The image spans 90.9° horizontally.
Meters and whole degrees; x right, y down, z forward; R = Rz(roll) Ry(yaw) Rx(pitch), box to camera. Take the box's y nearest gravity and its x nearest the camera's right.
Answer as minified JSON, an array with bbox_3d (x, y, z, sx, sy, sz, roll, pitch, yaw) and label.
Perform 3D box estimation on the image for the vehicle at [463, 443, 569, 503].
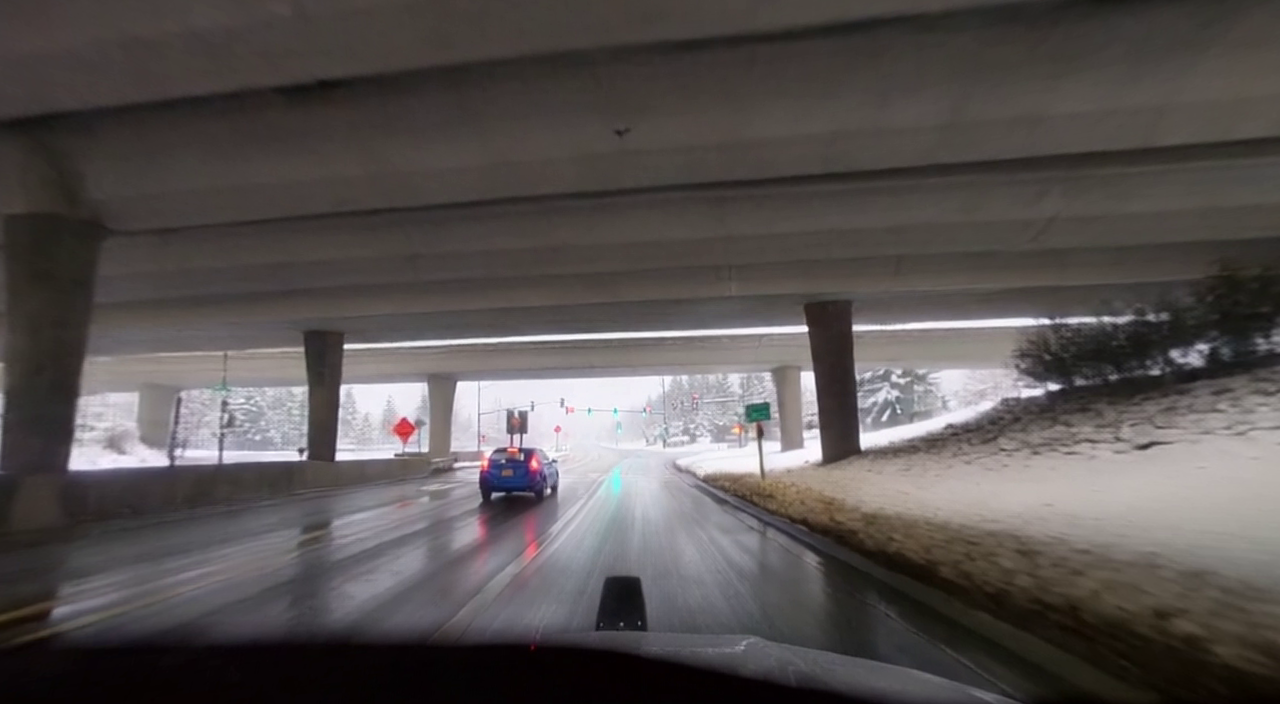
[{"bbox_3d":[-3.298,3.334,17.762,1.963,1.460,4.614,0,-9,1],"label":"vehicle"}]
